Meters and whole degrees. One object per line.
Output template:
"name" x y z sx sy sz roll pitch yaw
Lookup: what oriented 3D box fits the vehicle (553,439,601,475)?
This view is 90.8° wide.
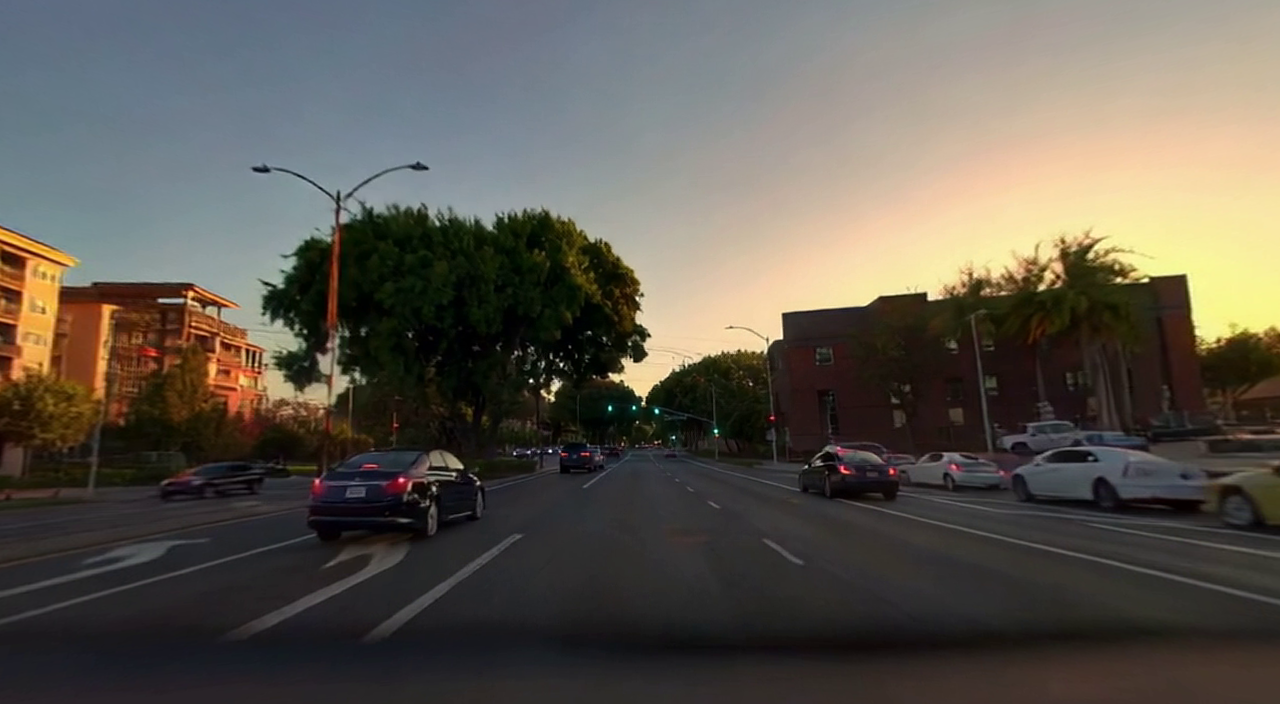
"vehicle" -3.581 6.063 36.692 2.220 1.888 4.904 0 -9 1

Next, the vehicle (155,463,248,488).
"vehicle" -27.810 7.813 40.120 4.658 1.478 1.968 -1 -9 7

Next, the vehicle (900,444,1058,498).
"vehicle" 10.047 3.545 19.312 2.045 1.418 4.869 0 -9 -1

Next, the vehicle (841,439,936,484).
"vehicle" 9.999 4.434 25.819 1.992 1.664 4.246 0 -9 -2

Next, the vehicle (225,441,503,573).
"vehicle" -3.583 2.076 9.359 2.144 1.447 4.421 0 -9 0

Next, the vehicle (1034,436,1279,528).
"vehicle" 10.530 2.545 12.992 1.853 1.548 4.340 0 -9 -3
